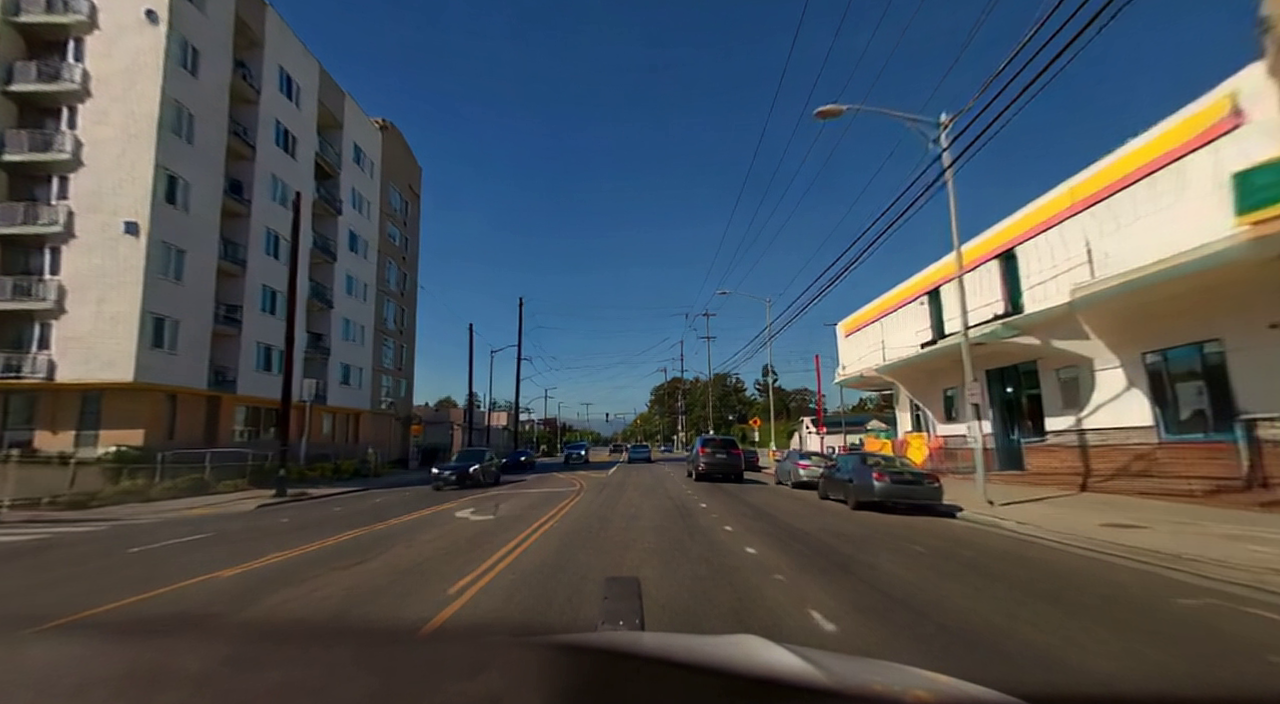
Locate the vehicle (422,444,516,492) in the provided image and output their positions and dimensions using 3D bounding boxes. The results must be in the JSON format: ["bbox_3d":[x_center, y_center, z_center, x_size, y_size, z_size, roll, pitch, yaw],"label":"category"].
[{"bbox_3d":[-5.832,3.974,22.155,2.033,1.495,4.216,0,-8,1],"label":"vehicle"}]

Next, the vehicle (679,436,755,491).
[{"bbox_3d":[2.491,3.728,21.534,1.945,1.647,4.160,0,-8,-2],"label":"vehicle"}]

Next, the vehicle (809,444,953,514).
[{"bbox_3d":[5.886,3.112,16.109,1.914,1.513,4.474,0,-8,1],"label":"vehicle"}]

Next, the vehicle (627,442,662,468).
[{"bbox_3d":[0.310,6.293,38.708,1.999,1.487,3.939,0,-8,1],"label":"vehicle"}]
